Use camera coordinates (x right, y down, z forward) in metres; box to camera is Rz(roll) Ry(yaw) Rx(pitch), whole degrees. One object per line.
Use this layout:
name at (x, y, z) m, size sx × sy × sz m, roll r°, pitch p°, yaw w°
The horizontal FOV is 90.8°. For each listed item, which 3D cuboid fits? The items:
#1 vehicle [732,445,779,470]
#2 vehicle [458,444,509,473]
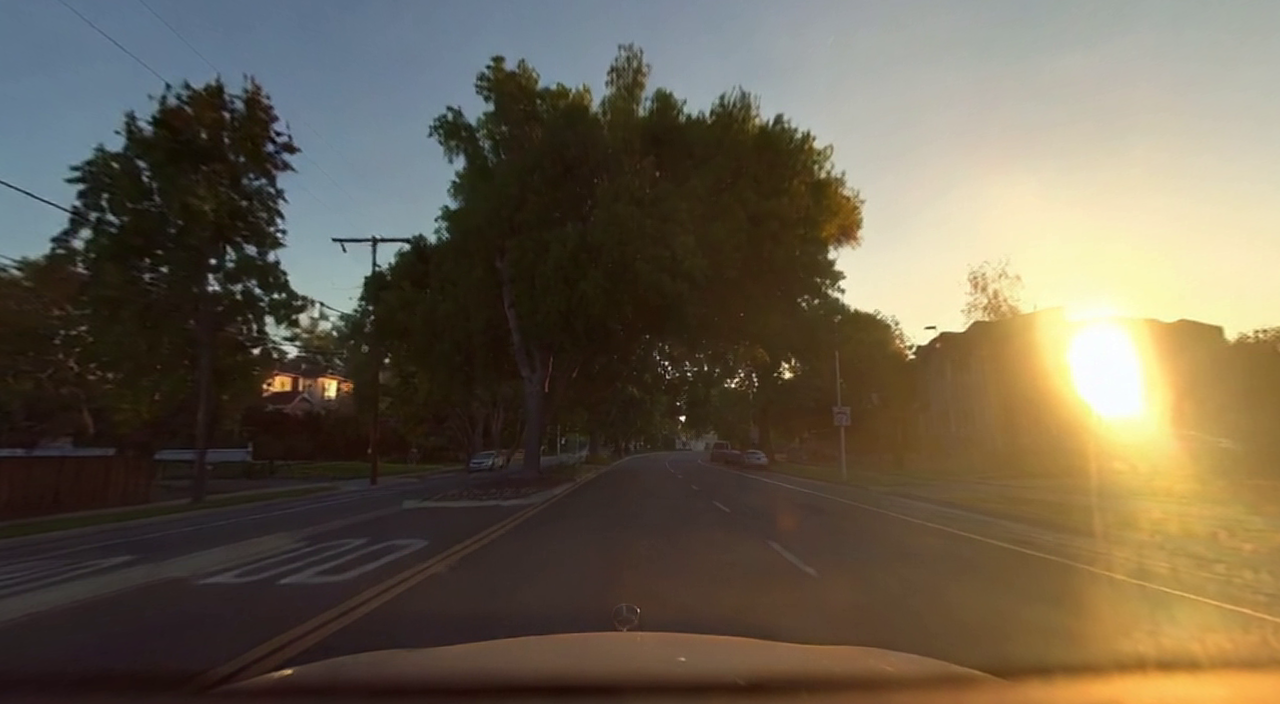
vehicle at (6.866, 6.311, 38.000) m, size 1.946 × 1.404 × 4.609 m, roll 0°, pitch -8°, yaw 0°
vehicle at (-10.664, 7.261, 43.328) m, size 2.095 × 1.815 × 4.726 m, roll -1°, pitch -8°, yaw 3°
